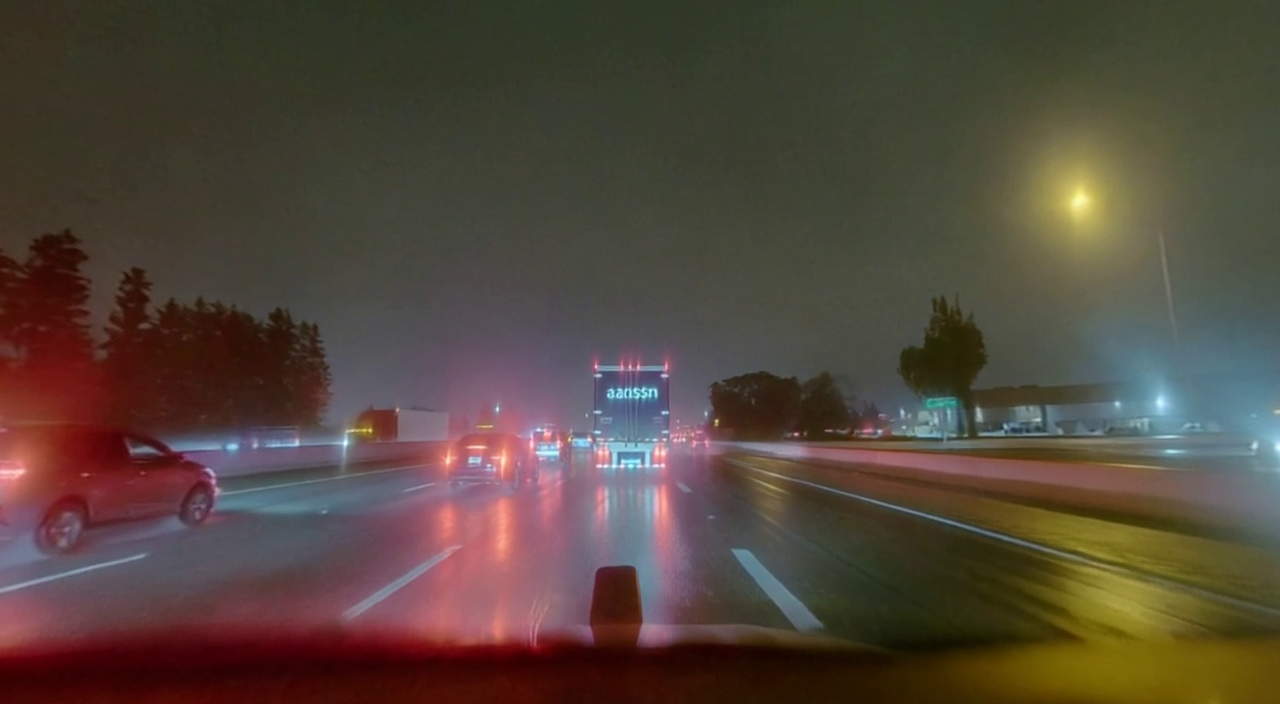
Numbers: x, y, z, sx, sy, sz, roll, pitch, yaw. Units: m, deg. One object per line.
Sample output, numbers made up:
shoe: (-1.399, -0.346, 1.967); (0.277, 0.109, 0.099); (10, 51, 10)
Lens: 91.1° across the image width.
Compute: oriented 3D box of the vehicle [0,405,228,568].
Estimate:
vehicle: (-7.759, 1.611, 8.039); (1.998, 1.698, 4.461); (0, -8, -1)

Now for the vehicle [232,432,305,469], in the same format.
vehicle: (-26.494, 7.001, 45.076); (2.113, 2.464, 4.940); (0, -8, 1)

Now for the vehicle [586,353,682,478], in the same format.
vehicle: (-0.358, 2.855, 26.619); (3.171, 4.204, 11.036); (0, -8, -2)

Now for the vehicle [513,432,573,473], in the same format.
vehicle: (-4.082, 4.276, 27.106); (1.946, 1.599, 4.073); (0, -8, 0)

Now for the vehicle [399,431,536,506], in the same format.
vehicle: (-3.873, 2.679, 15.018); (1.964, 1.507, 4.361); (0, -8, 1)
